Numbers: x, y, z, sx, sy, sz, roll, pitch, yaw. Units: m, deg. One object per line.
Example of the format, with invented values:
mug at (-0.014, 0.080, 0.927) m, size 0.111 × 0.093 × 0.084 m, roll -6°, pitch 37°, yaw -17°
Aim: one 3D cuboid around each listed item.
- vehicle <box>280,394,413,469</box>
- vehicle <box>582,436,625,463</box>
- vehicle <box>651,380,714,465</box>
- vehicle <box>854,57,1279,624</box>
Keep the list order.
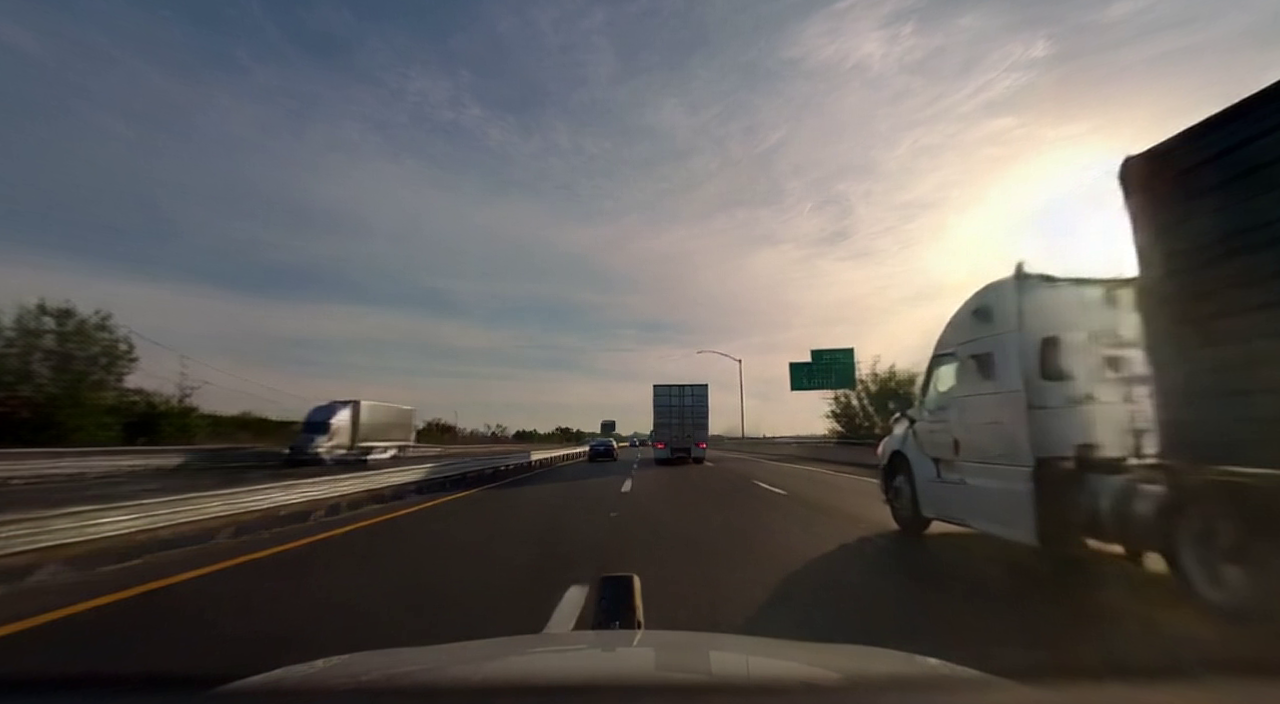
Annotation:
vehicle at (-17.494, 4.915, 38.695) m, size 3.026 × 3.971 × 10.127 m, roll 0°, pitch -8°, yaw 1°
vehicle at (-2.151, 5.980, 38.941) m, size 2.208 × 1.542 × 5.138 m, roll 0°, pitch -8°, yaw 1°
vehicle at (2.252, 4.274, 37.139) m, size 2.966 × 4.072 × 13.408 m, roll -1°, pitch -8°, yaw 2°
vehicle at (6.003, 0.406, 8.091) m, size 2.946 × 3.946 × 10.224 m, roll 0°, pitch -8°, yaw 0°
